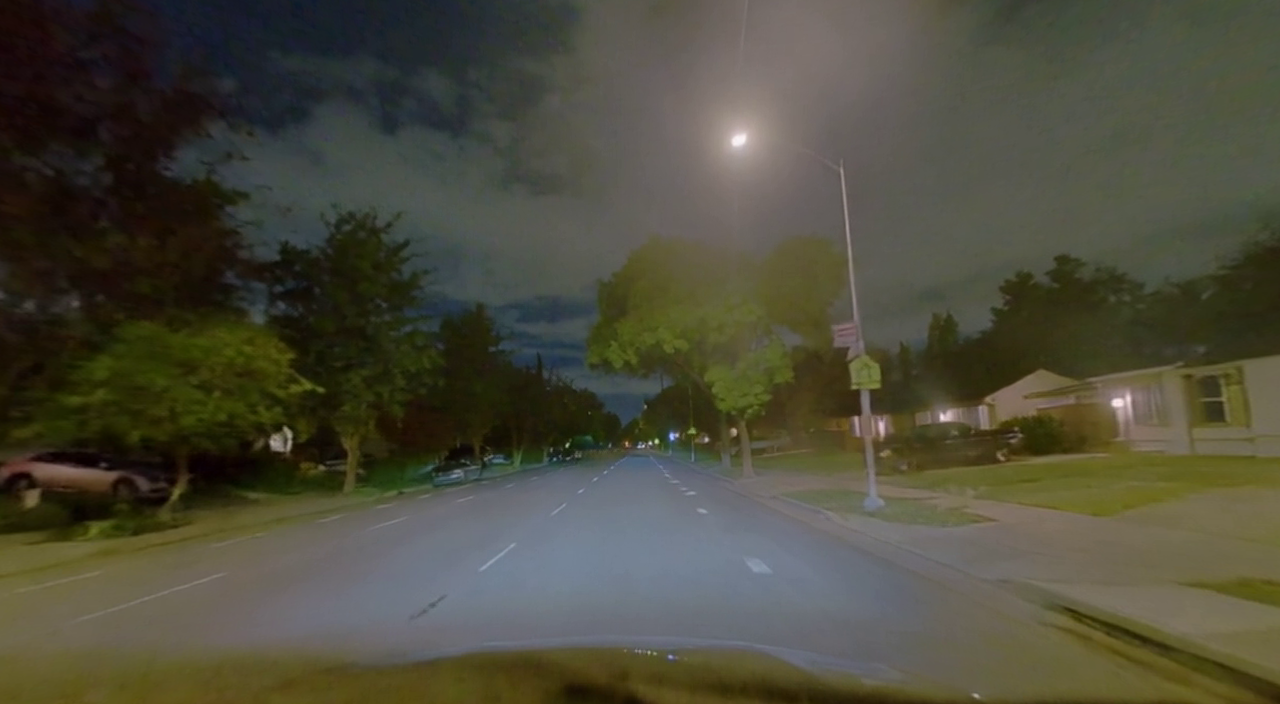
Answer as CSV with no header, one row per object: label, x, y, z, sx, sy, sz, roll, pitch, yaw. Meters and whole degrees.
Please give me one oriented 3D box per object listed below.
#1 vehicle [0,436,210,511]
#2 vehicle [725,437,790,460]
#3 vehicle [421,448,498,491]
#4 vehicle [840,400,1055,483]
vehicle,-14.213,3.034,16.057,4.995,1.760,1.988,0,-8,-2
vehicle,8.861,7.316,47.863,4.535,1.697,1.968,0,-8,-1
vehicle,-7.619,4.992,27.160,1.973,1.500,4.781,-5,-9,-2
vehicle,9.007,2.669,18.875,5.221,1.958,1.992,-4,-8,0
